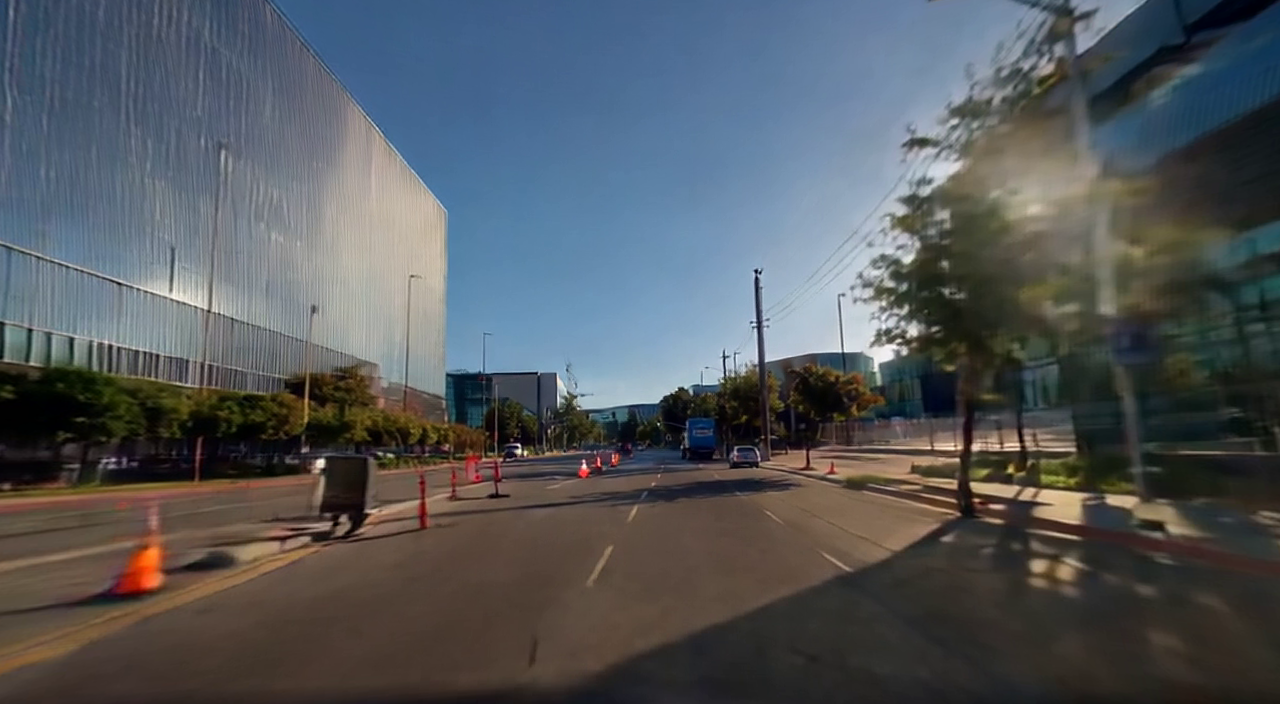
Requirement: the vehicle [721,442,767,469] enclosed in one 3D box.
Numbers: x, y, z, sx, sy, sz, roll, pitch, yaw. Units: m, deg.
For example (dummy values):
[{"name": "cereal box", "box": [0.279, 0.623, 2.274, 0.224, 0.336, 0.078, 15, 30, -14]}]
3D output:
[{"name": "vehicle", "box": [6.464, 6.472, 39.735, 2.098, 1.619, 4.433, 0, -8, -1]}]
